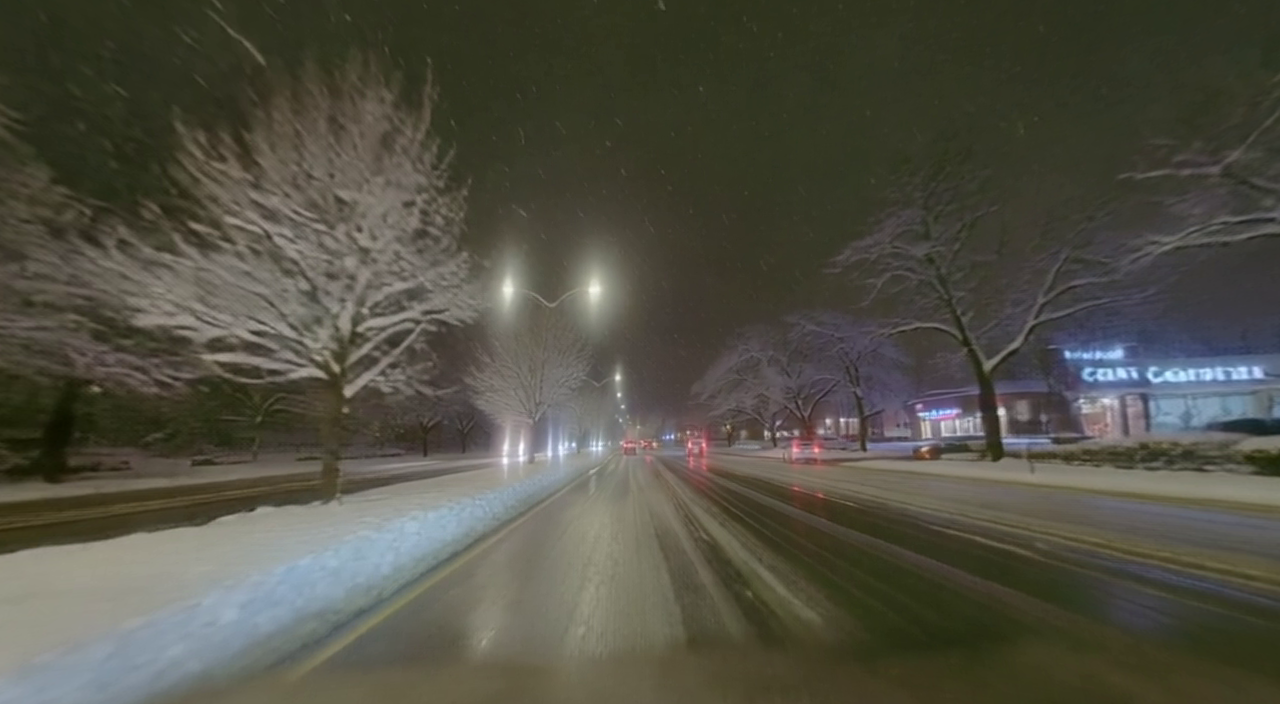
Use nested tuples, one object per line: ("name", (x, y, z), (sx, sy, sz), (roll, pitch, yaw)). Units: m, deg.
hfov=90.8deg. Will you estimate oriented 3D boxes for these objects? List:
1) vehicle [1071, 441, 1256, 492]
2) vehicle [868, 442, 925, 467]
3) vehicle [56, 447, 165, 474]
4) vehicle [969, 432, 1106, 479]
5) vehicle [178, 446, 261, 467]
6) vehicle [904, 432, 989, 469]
("vehicle", (16.689, 3.642, 20.545), (1.863, 1.445, 4.703), (0, -8, -2))
("vehicle", (16.103, 6.412, 39.933), (1.892, 1.421, 4.556), (-1, -8, 3))
("vehicle", (-29.613, 6.079, 35.428), (4.461, 1.441, 1.820), (0, -8, 0))
("vehicle", (16.444, 4.305, 26.586), (2.052, 1.749, 5.213), (1, -9, -4))
("vehicle", (-31.083, 7.744, 46.795), (4.742, 1.459, 1.867), (-1, -8, 0))
("vehicle", (18.856, 6.053, 39.279), (2.232, 2.008, 5.812), (-3, -8, -1))
